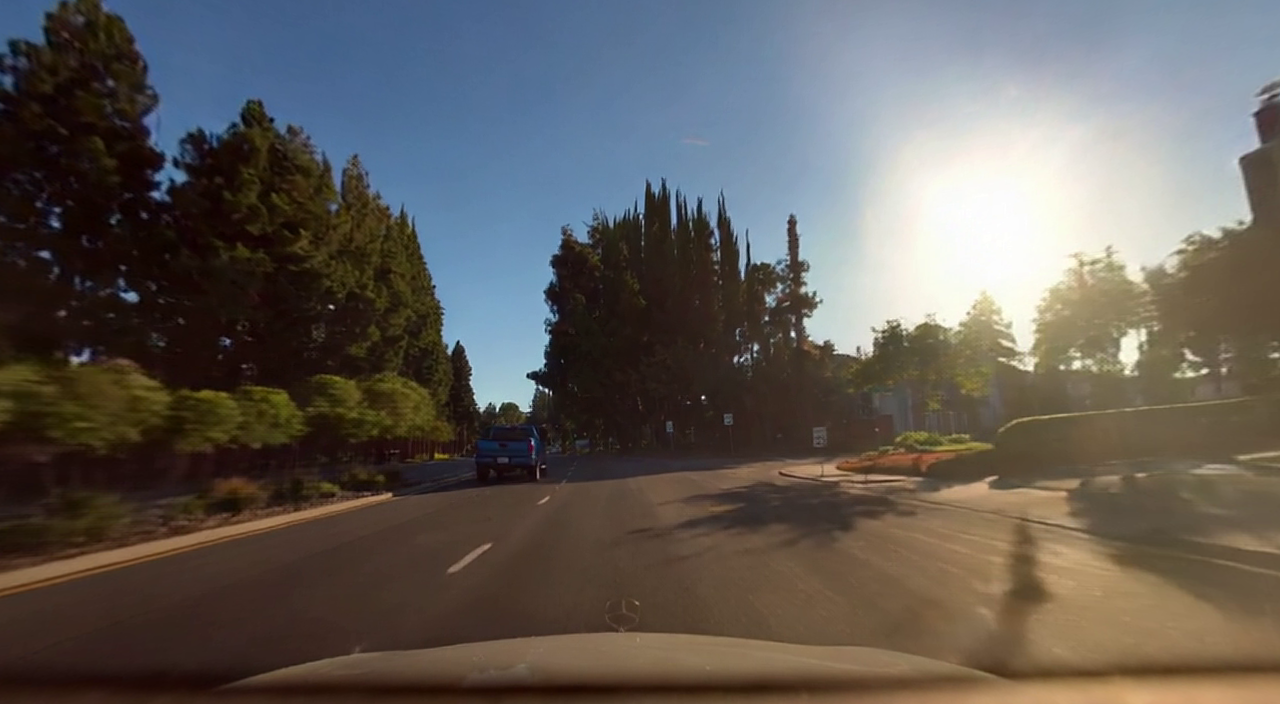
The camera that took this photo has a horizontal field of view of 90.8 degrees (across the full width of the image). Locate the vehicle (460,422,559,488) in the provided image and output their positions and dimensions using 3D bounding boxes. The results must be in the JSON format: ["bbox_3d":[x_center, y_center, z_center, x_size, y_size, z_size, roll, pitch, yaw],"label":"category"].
[{"bbox_3d":[-4.178,3.449,21.460,2.267,1.849,6.402,0,-9,-3],"label":"vehicle"}]
